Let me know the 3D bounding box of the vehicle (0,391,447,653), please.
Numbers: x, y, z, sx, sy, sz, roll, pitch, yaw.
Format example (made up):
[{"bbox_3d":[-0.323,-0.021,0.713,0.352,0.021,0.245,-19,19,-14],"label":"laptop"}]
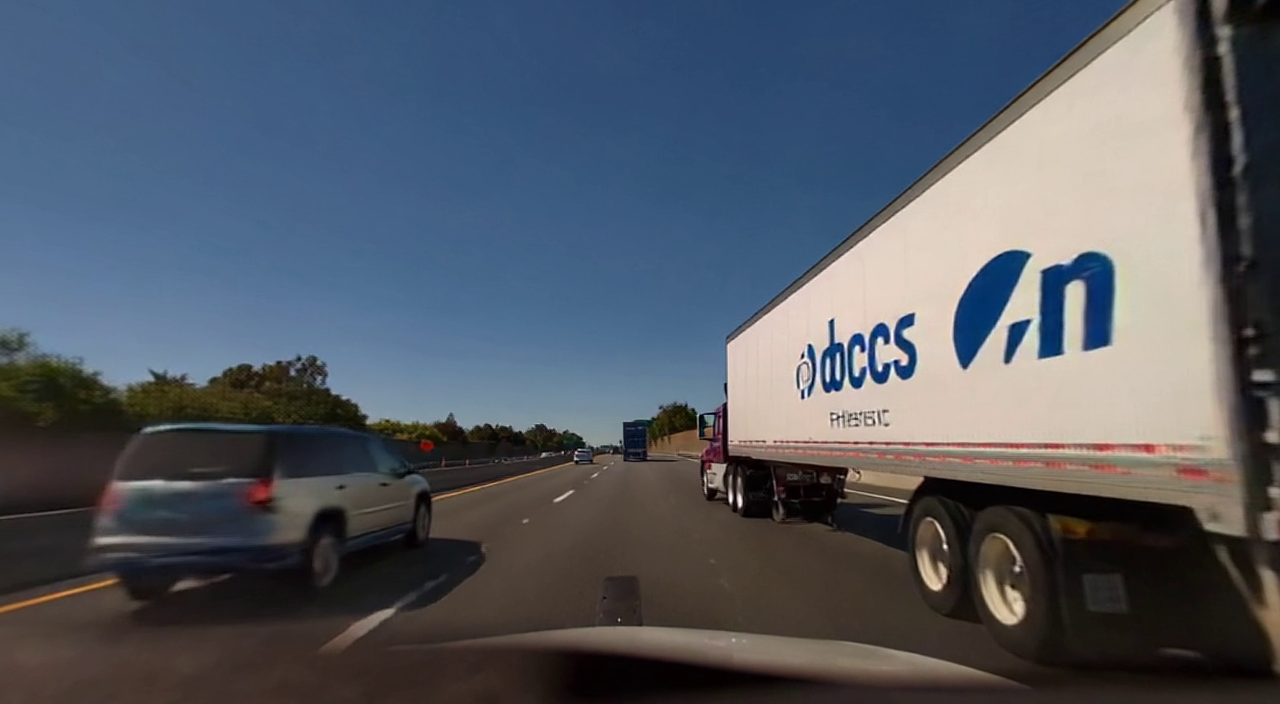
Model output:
[{"bbox_3d":[-3.696,1.439,6.287,2.160,1.691,4.243,0,-9,0],"label":"vehicle"}]
